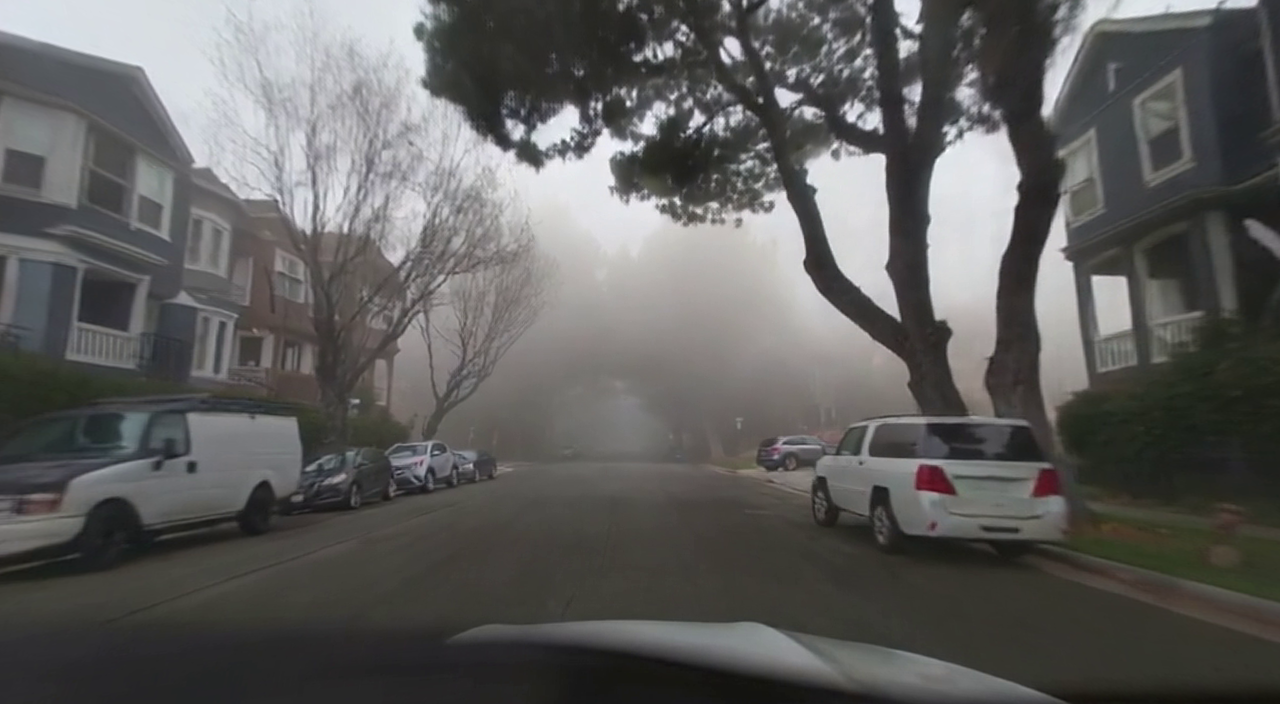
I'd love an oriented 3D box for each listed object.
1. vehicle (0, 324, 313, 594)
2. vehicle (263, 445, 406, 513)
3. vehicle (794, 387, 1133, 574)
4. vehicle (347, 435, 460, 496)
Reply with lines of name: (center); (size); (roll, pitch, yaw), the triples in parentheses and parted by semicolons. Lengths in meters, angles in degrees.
vehicle: (-7.421, 1.512, 9.131); (2.341, 2.674, 5.753); (0, -10, -2)
vehicle: (-7.529, 3.118, 15.963); (1.845, 1.510, 3.729); (0, -8, -3)
vehicle: (4.024, 1.724, 9.183); (2.216, 1.955, 4.970); (0, -9, -1)
vehicle: (-7.713, 3.756, 21.036); (2.136, 1.758, 4.297); (-2, -9, -1)
